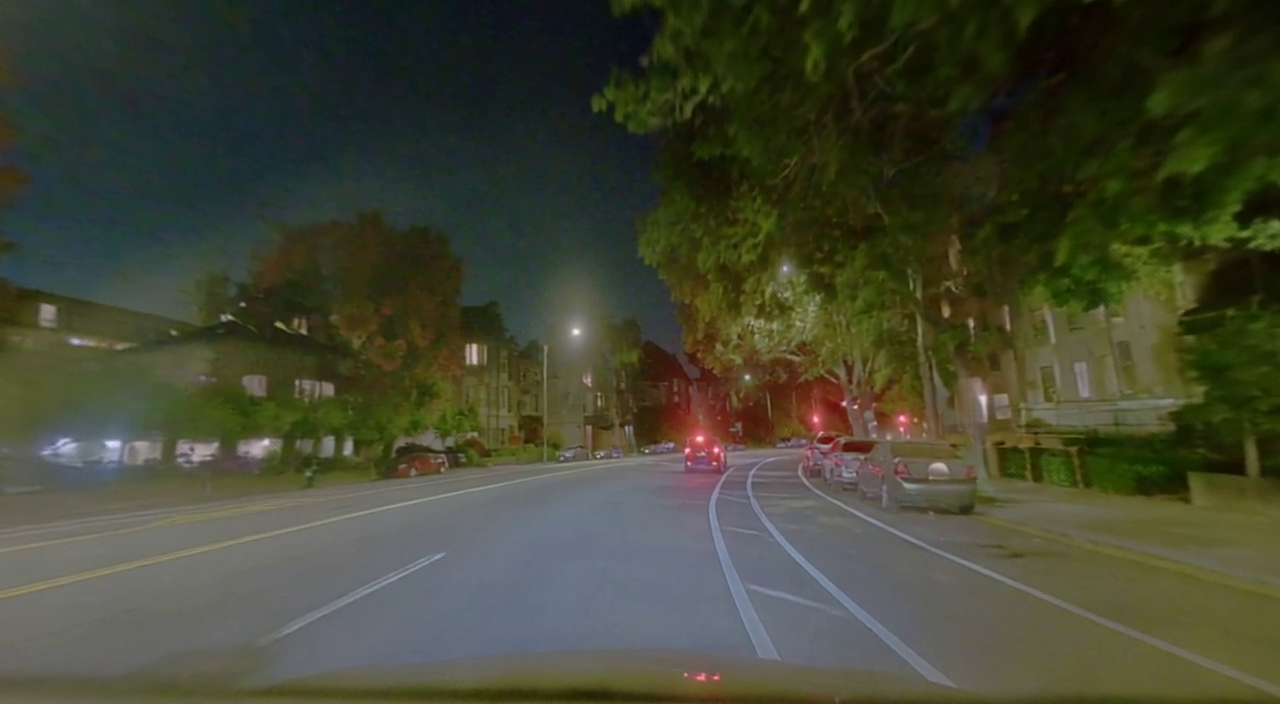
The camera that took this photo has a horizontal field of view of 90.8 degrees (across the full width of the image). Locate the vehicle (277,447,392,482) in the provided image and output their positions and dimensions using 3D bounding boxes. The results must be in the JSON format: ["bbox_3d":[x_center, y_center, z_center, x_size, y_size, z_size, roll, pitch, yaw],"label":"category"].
[{"bbox_3d":[-18.360,6.773,38.103,5.953,1.868,2.049,0,-10,9],"label":"vehicle"}]

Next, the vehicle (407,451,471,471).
[{"bbox_3d":[-14.810,7.999,46.539,4.195,1.400,1.726,-2,-9,14],"label":"vehicle"}]

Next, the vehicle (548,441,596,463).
[{"bbox_3d":[-5.098,7.599,48.195,1.918,1.508,4.353,-3,-8,19],"label":"vehicle"}]

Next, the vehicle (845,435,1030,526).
[{"bbox_3d":[5.601,2.437,12.649,1.940,1.456,4.502,-1,-8,6],"label":"vehicle"}]

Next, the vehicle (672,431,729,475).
[{"bbox_3d":[2.645,4.213,26.655,1.852,1.680,4.488,-2,-9,12],"label":"vehicle"}]
